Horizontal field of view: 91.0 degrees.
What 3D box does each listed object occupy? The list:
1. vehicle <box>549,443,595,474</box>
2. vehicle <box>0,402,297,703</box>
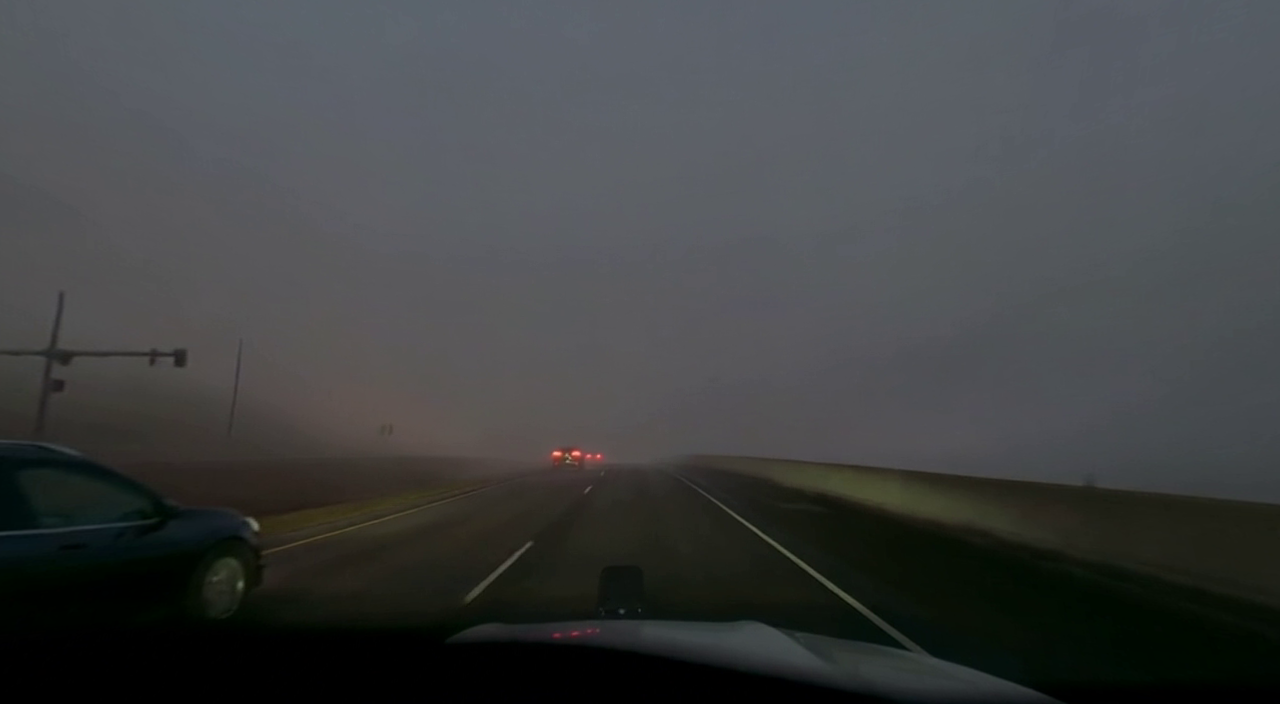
[{"bbox_3d":[-3.907,6.176,36.758,2.133,1.683,4.340,1,-9,0],"label":"vehicle"},{"bbox_3d":[-3.938,1.034,2.974,2.195,1.573,4.176,0,-9,1],"label":"vehicle"}]
